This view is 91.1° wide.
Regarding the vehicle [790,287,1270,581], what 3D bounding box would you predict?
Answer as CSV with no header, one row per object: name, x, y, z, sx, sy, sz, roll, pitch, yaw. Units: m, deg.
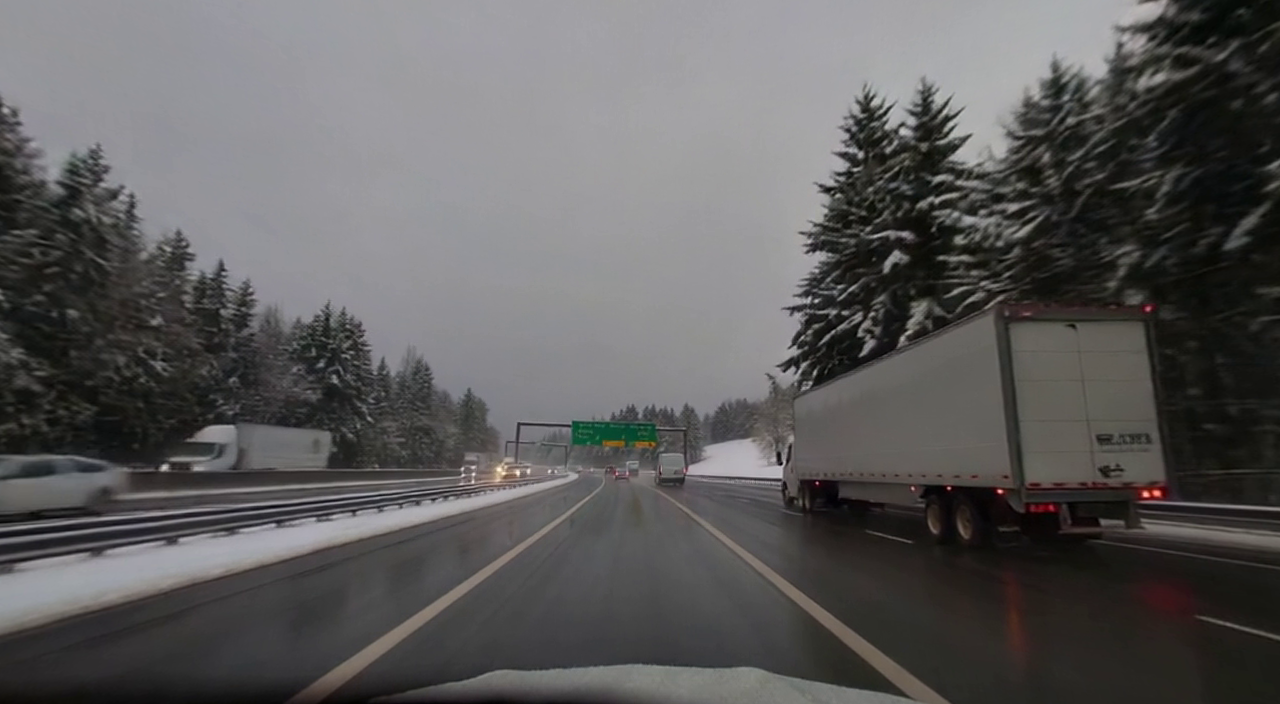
vehicle,7.078,2.374,15.966,2.866,4.102,14.351,1,-10,-1

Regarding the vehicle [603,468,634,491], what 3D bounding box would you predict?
vehicle,-1.569,9.129,45.116,2.106,1.524,4.381,1,-10,-2

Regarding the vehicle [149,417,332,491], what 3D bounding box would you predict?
vehicle,-22.729,6.172,37.213,2.830,3.591,12.563,1,-10,-1

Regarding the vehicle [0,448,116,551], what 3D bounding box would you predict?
vehicle,-10.572,2.101,8.913,2.184,1.496,4.687,1,-10,0
